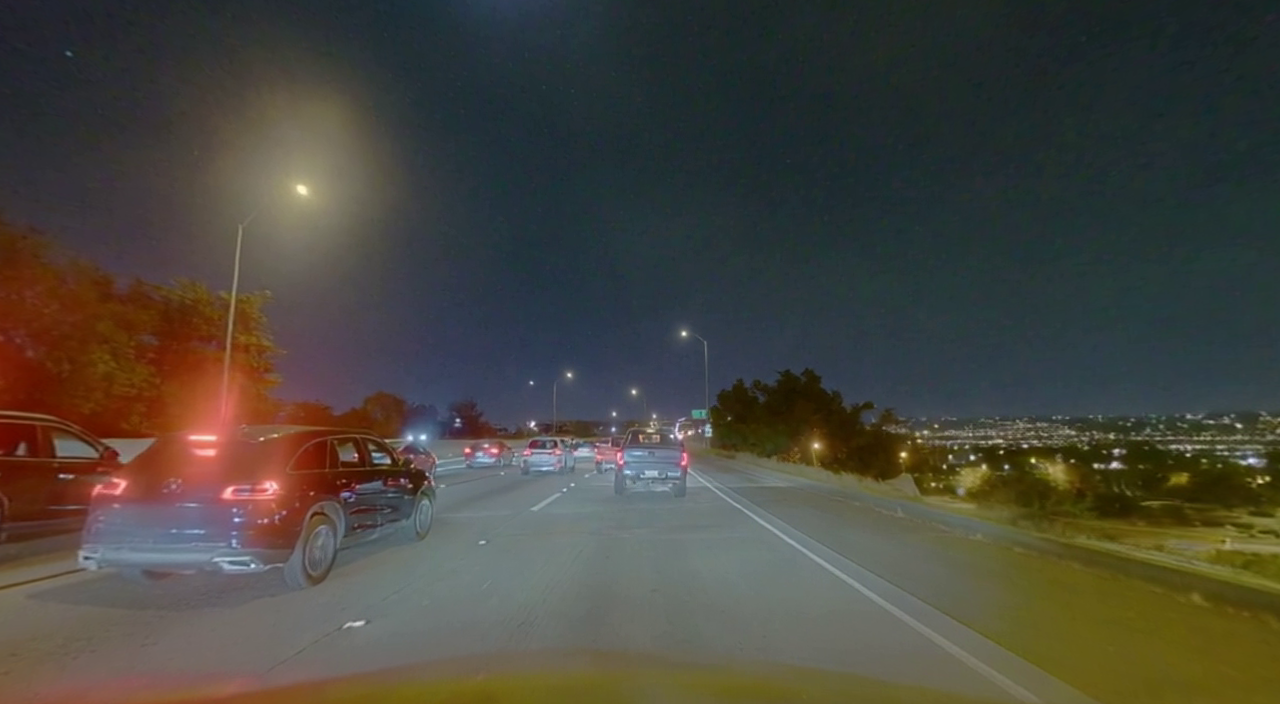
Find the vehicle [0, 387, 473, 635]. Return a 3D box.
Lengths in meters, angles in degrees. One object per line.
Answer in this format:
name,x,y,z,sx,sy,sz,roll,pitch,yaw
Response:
vehicle,-3.486,1.419,6.605,2.076,1.688,4.334,-1,-9,3

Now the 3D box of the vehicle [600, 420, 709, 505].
vehicle,0.374,2.612,15.246,2.235,1.716,4.435,-1,-9,2

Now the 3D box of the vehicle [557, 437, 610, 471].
vehicle,-2.572,4.769,29.725,1.868,1.470,4.105,-1,-9,4

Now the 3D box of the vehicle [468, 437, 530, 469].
vehicle,-6.926,5.034,31.493,1.856,1.459,4.251,-1,-9,4
